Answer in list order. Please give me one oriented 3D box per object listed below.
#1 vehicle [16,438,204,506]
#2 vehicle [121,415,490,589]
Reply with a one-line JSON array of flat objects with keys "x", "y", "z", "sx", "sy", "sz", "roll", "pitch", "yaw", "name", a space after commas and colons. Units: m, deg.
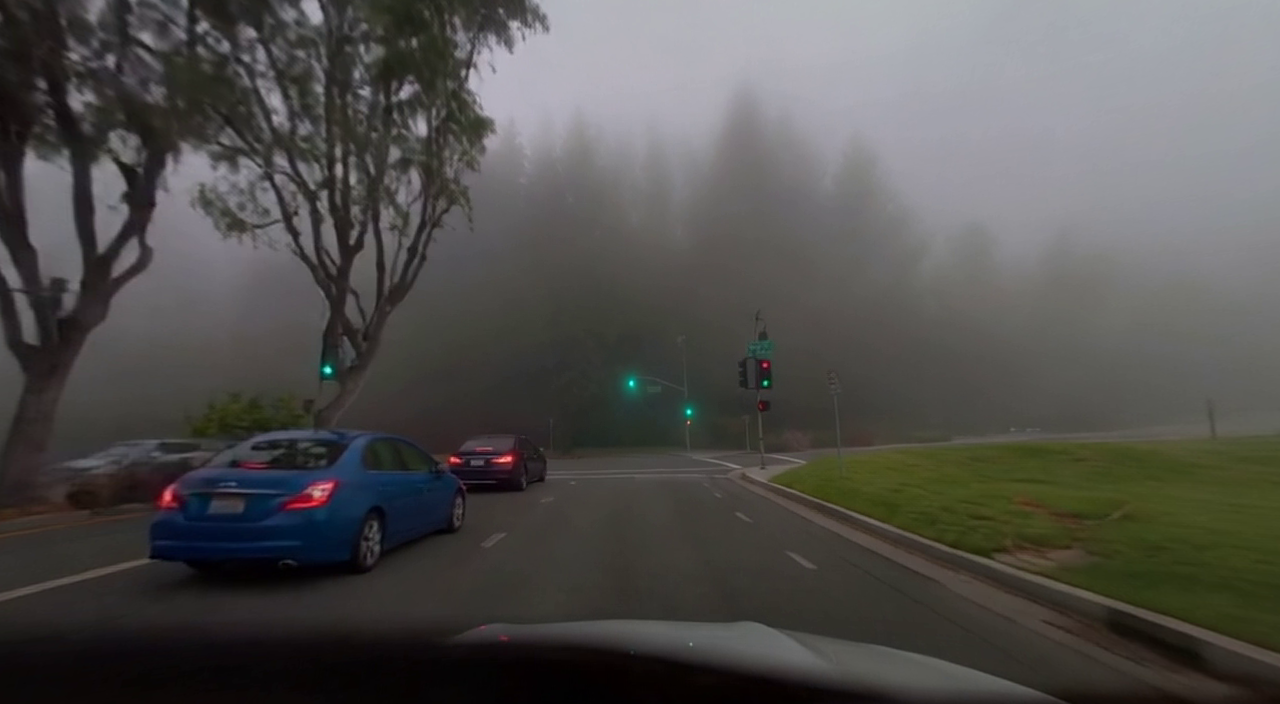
[{"x": -13.958, "y": 3.136, "z": 16.995, "sx": 1.804, "sy": 1.578, "sz": 3.876, "roll": 0, "pitch": -8, "yaw": -4, "name": "vehicle"}, {"x": -3.466, "y": 1.650, "z": 7.883, "sx": 2.038, "sy": 1.486, "sz": 4.678, "roll": 0, "pitch": -8, "yaw": 0, "name": "vehicle"}]
